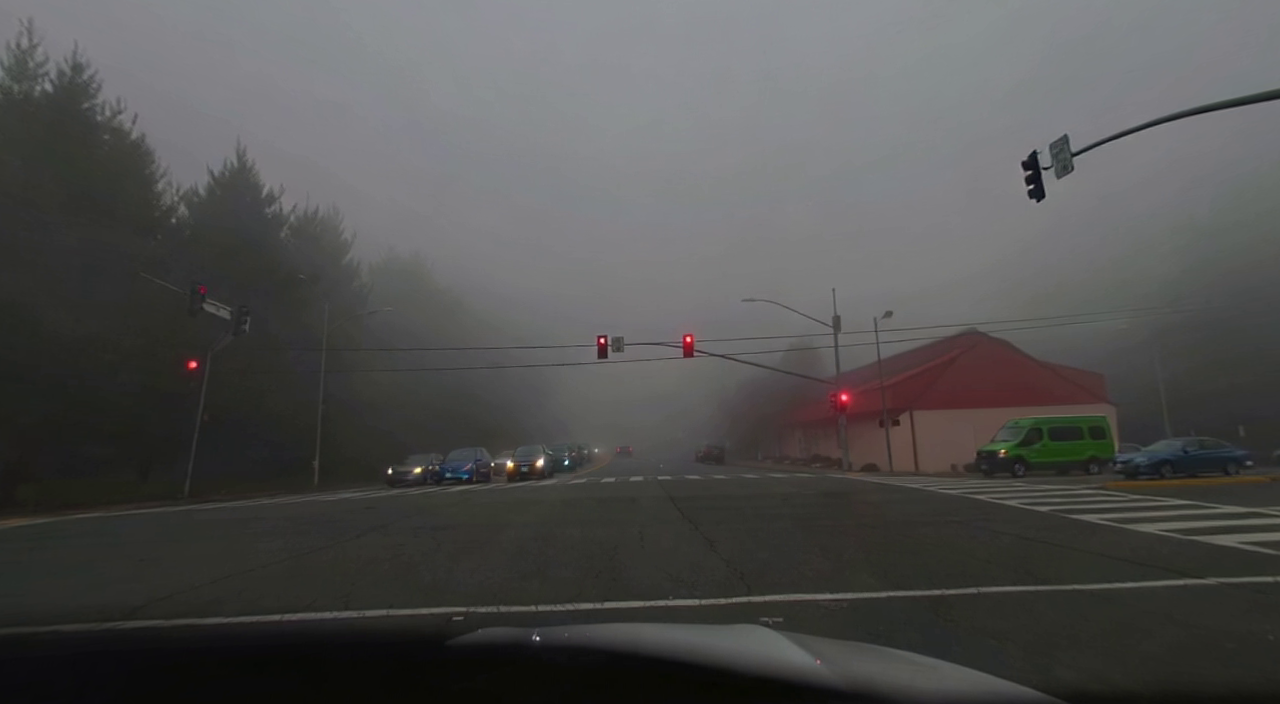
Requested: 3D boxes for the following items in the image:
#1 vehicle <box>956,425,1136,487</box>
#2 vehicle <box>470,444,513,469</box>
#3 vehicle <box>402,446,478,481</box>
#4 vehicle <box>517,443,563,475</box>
[{"bbox_3d":[14.853,3.757,23.142,5.910,2.046,2.228,3,-9,-19],"label":"vehicle"},{"bbox_3d":[-9.024,6.374,38.765,1.779,1.460,4.463,0,-9,-3],"label":"vehicle"},{"bbox_3d":[-9.011,5.035,28.867,2.024,1.460,4.381,0,-9,0],"label":"vehicle"},{"bbox_3d":[-4.805,5.190,30.921,1.846,1.416,4.228,0,-9,-4],"label":"vehicle"}]
